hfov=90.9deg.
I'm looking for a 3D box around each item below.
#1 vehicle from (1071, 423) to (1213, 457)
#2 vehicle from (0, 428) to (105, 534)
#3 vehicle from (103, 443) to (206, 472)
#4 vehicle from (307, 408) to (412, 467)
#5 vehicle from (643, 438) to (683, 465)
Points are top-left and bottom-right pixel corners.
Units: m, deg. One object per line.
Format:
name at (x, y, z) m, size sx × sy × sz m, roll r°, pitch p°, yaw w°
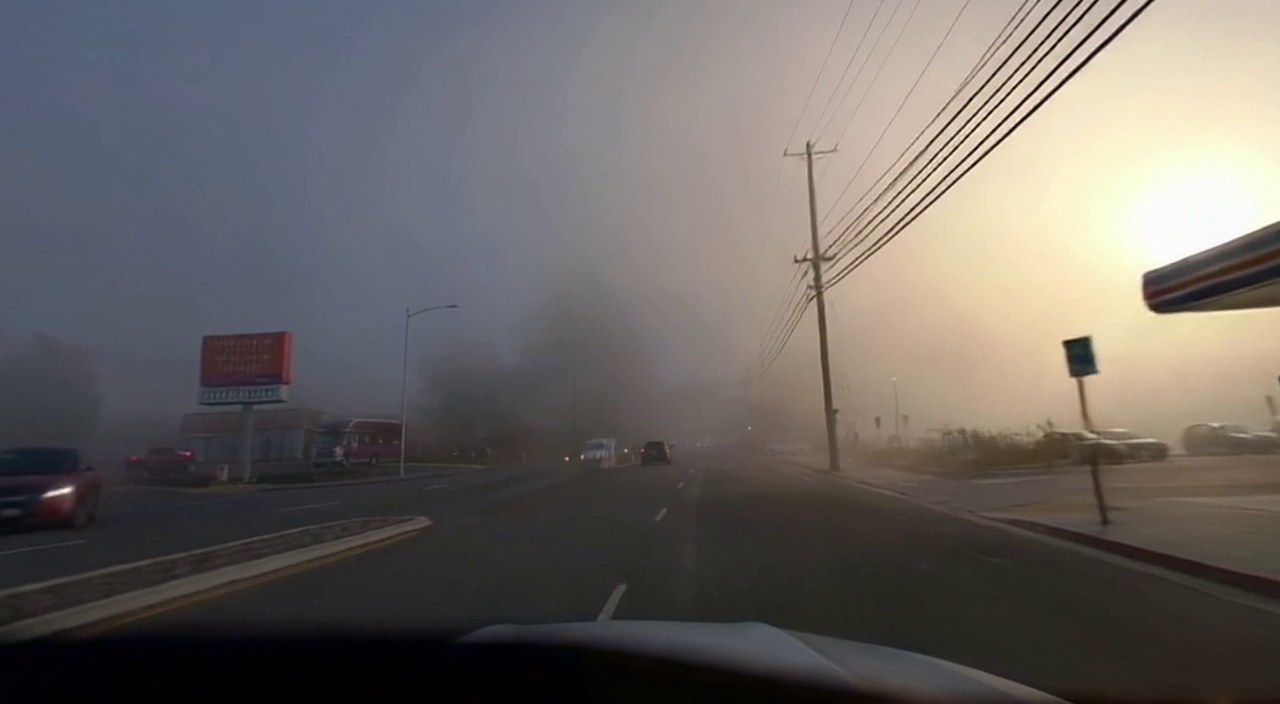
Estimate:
vehicle at (23.415, 4.152, 29.711) m, size 1.908 × 1.474 × 4.885 m, roll 2°, pitch -9°, yaw -16°
vehicle at (-14.852, 2.962, 15.141) m, size 5.575 × 2.142 × 1.996 m, roll -7°, pitch -11°, yaw 40°
vehicle at (-34.529, 7.505, 45.116) m, size 2.111 × 1.883 × 5.784 m, roll -2°, pitch -8°, yaw 10°
vehicle at (-18.505, 5.779, 42.286) m, size 2.923 × 3.546 × 7.640 m, roll -1°, pitch -8°, yaw 5°
vehicle at (1.445, 6.046, 38.435) m, size 2.073 × 1.525 × 3.968 m, roll -1°, pitch -8°, yaw 7°
